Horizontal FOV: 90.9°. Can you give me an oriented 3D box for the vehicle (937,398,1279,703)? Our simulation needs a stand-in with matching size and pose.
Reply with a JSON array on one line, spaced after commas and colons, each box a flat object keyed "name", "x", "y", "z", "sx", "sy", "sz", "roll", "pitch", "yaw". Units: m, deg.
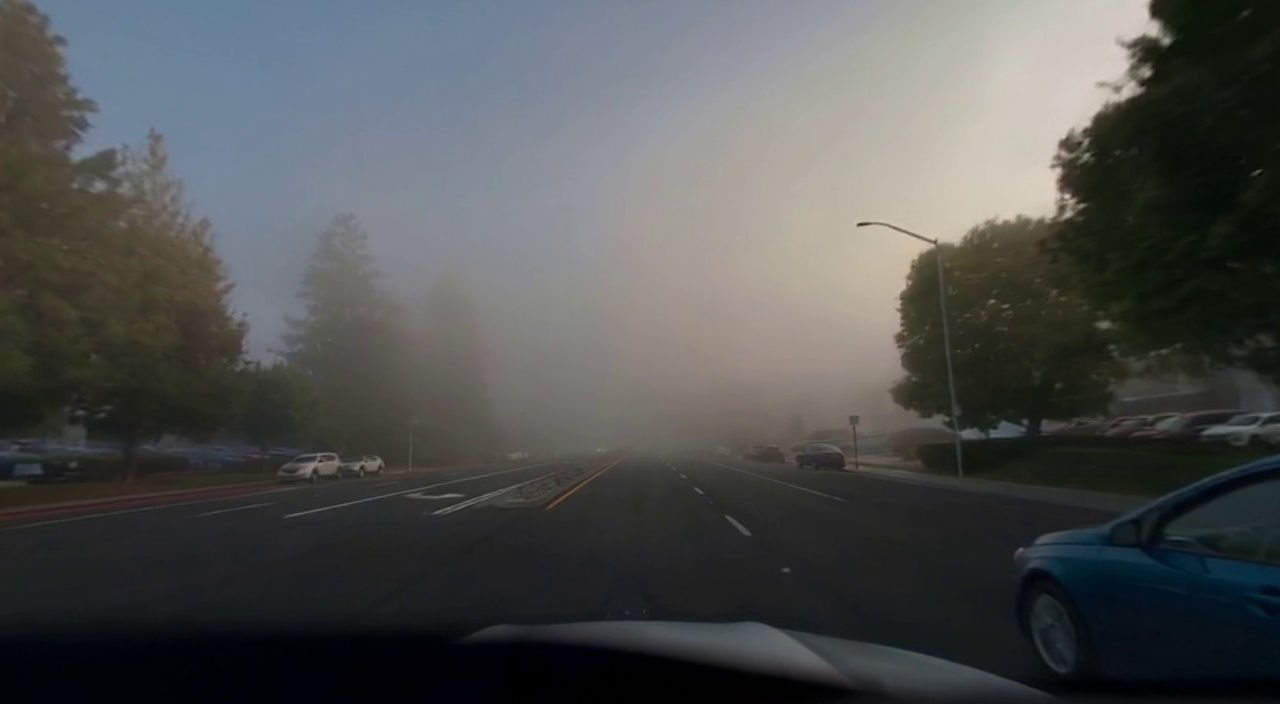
[{"name": "vehicle", "x": 3.153, "y": 0.884, "z": 2.102, "sx": 2.141, "sy": 1.443, "sz": 4.499, "roll": 0, "pitch": -8, "yaw": 0}]

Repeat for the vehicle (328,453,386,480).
[{"name": "vehicle", "x": -18.386, "y": 7.442, "z": 41.170, "sx": 1.828, "sy": 1.457, "sz": 4.292, "roll": -3, "pitch": -7, "yaw": 0}]

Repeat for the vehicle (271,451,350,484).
[{"name": "vehicle", "x": -18.523, "y": 6.465, "z": 35.715, "sx": 1.993, "sy": 1.686, "sz": 4.698, "roll": 0, "pitch": -8, "yaw": -1}]

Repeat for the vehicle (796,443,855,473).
[{"name": "vehicle", "x": 9.976, "y": 5.709, "z": 34.218, "sx": 1.889, "sy": 1.472, "sz": 4.304, "roll": 0, "pitch": -8, "yaw": 0}]

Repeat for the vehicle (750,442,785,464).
[{"name": "vehicle", "x": 9.912, "y": 7.835, "z": 49.161, "sx": 1.889, "sy": 1.629, "sz": 4.072, "roll": 0, "pitch": -8, "yaw": 0}]
